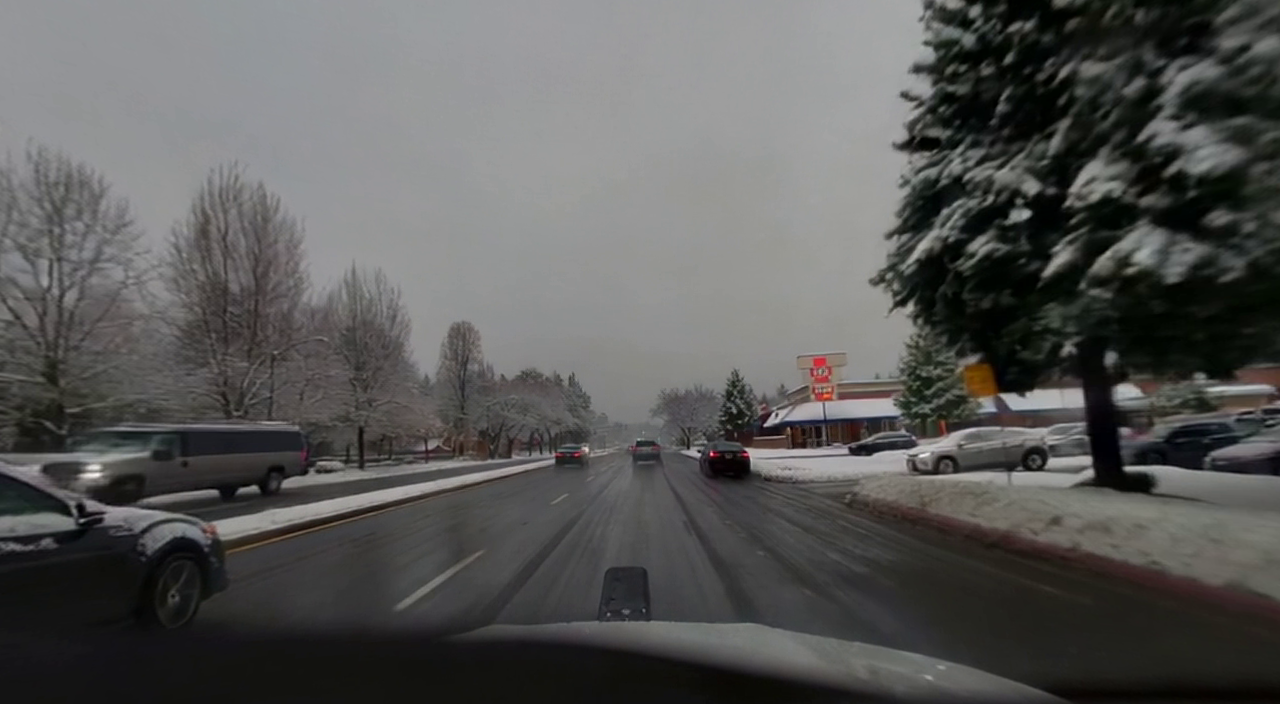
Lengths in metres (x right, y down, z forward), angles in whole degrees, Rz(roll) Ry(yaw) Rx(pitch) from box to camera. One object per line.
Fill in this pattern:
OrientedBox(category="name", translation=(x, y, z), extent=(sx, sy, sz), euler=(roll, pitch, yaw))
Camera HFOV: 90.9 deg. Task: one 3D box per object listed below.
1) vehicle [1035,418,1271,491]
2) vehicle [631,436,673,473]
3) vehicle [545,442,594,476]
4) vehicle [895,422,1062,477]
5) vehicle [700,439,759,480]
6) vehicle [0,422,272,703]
OrientedBox(category="vehicle", translation=(11.926, 2.437, 15.175), extent=(1.959, 1.472, 4.473), euler=(0, -9, 1))
OrientedBox(category="vehicle", translation=(0.597, 5.615, 34.582), extent=(2.193, 1.873, 4.033), euler=(0, -9, 0))
OrientedBox(category="vehicle", translation=(-3.608, 5.554, 32.943), extent=(2.026, 1.665, 4.193), euler=(0, -9, 1))
OrientedBox(category="vehicle", translation=(11.638, 3.393, 21.948), extent=(4.808, 1.712, 2.061), euler=(-5, -10, 29))
OrientedBox(category="vehicle", translation=(3.775, 4.586, 27.092), extent=(1.922, 1.579, 3.642), euler=(0, -9, -1))
OrientedBox(category="vehicle", translation=(-4.034, 1.078, 2.974), extent=(1.908, 1.481, 4.351), euler=(0, -9, 1))
